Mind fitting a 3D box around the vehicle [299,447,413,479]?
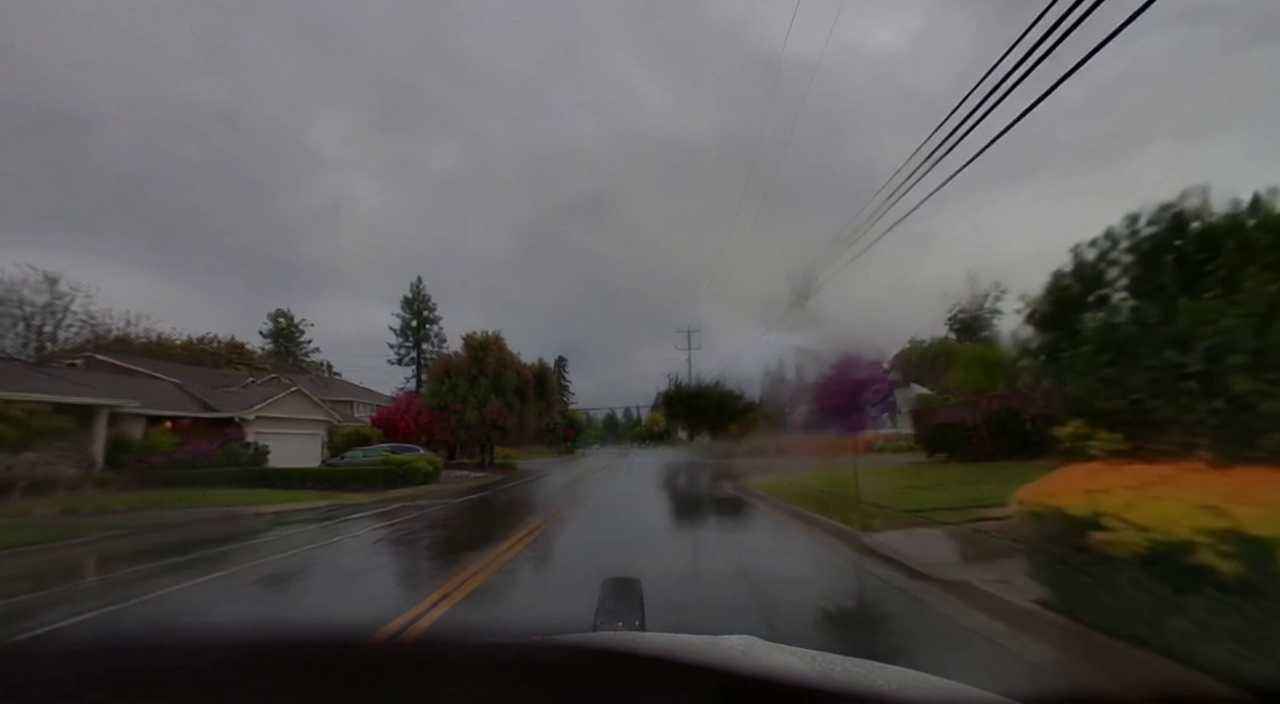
[{"bbox_3d":[-13.915,5.456,31.248,4.554,1.535,2.261,0,-8,-2],"label":"vehicle"}]
